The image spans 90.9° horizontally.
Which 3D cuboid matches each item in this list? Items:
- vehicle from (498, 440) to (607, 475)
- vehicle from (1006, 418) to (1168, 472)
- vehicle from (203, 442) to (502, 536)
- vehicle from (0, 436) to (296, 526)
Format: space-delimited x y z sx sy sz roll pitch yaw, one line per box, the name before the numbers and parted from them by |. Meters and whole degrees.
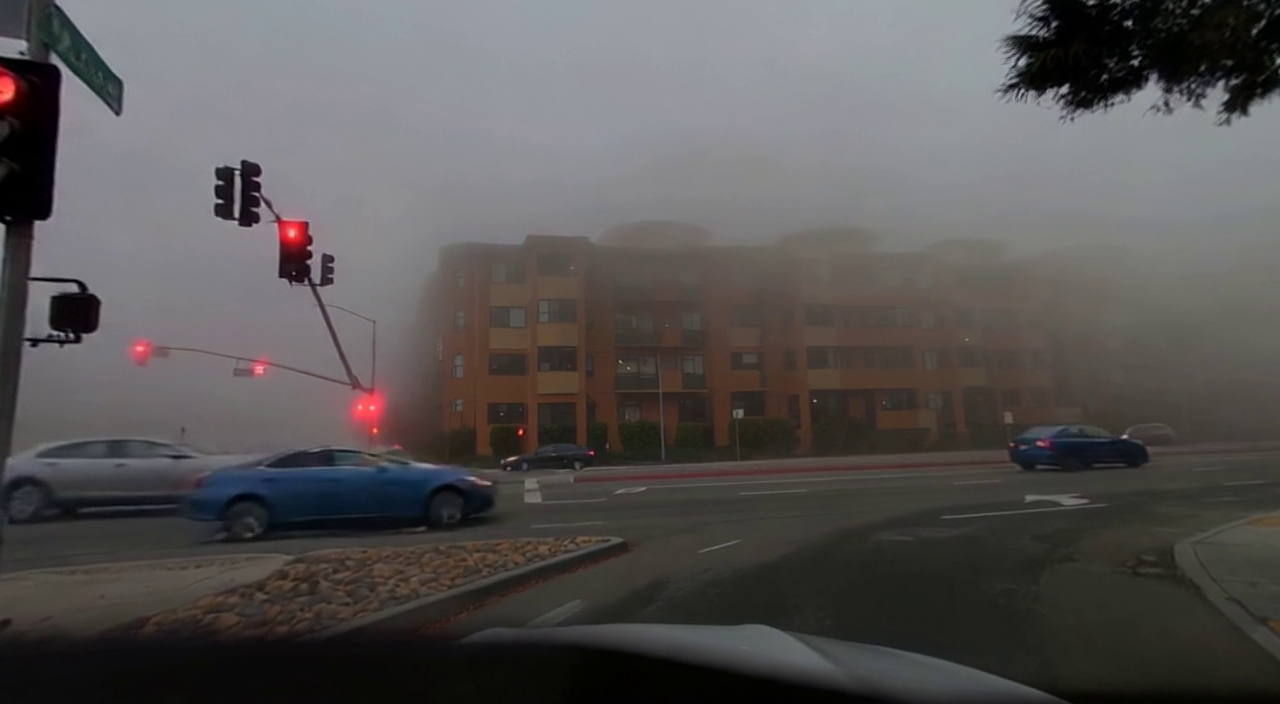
vehicle | -3.727 4.458 26.860 4.289 1.415 1.774 3 -9 -19
vehicle | 15.180 3.155 21.468 4.711 1.688 1.915 2 -9 -18
vehicle | -4.930 2.375 11.490 4.521 1.433 1.943 2 -9 -18
vehicle | -10.307 2.676 13.610 4.683 1.678 1.981 3 -9 -18
